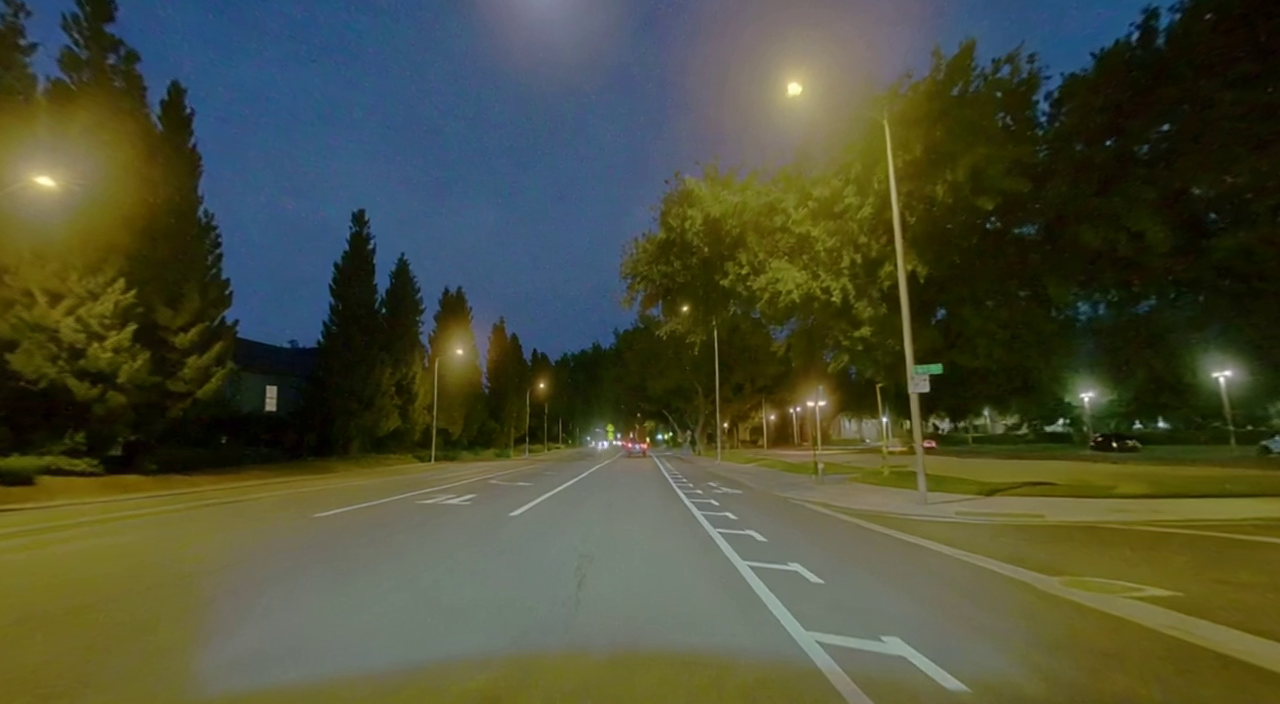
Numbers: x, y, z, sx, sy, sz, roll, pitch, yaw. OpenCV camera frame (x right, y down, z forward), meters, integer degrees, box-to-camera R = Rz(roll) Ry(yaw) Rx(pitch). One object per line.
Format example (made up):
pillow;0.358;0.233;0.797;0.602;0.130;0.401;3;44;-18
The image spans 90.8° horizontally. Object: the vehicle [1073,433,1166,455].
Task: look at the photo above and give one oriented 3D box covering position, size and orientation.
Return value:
vehicle;33.367;6.412;44.052;4.864;1.474;1.871;0;-8;2
